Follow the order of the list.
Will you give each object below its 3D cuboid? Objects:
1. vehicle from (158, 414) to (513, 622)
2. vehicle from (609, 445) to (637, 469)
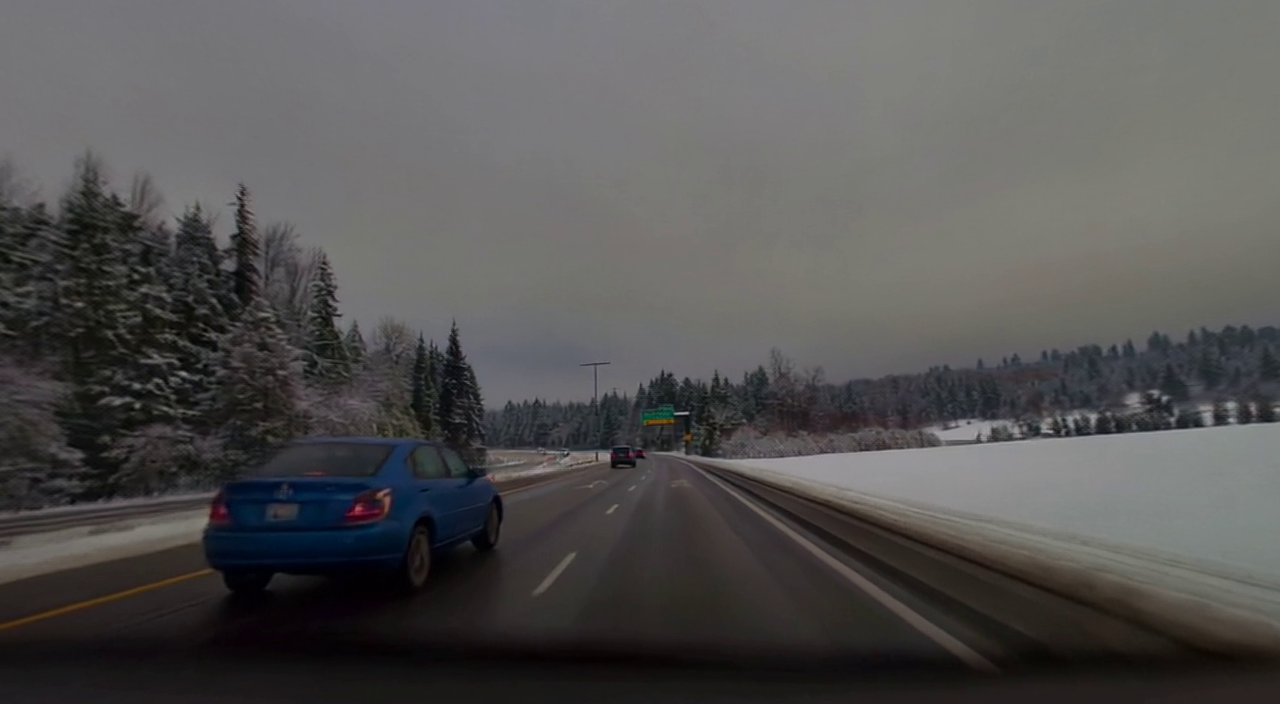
[{"bbox_3d":[-2.695,1.545,6.646,1.846,1.566,3.525,-1,-9,2],"label":"vehicle"},{"bbox_3d":[-1.139,7.128,42.786,1.675,1.537,3.574,-1,-9,2],"label":"vehicle"}]
